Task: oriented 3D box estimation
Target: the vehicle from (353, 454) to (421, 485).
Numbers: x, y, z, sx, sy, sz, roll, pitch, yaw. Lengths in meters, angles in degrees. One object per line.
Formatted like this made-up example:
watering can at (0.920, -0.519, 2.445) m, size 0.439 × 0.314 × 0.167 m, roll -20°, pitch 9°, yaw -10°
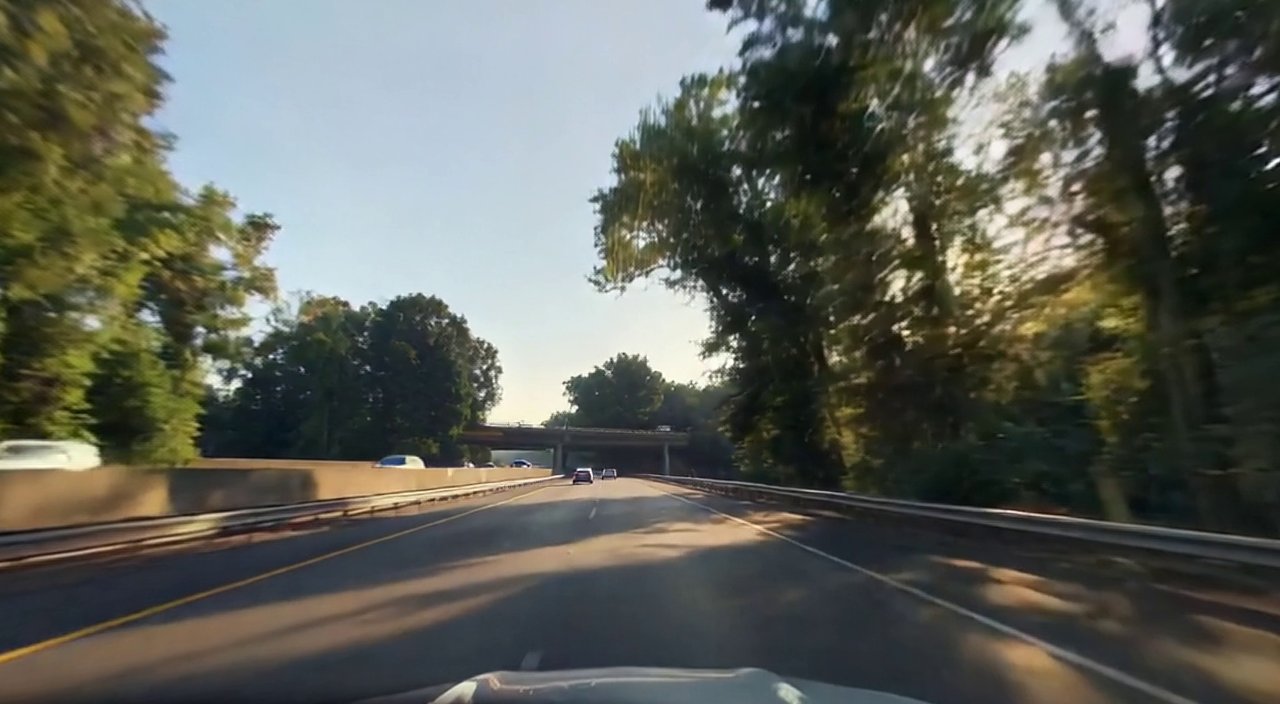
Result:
vehicle at (-12.557, 5.871, 31.503) m, size 1.839 × 1.411 × 4.139 m, roll 1°, pitch -11°, yaw -3°
